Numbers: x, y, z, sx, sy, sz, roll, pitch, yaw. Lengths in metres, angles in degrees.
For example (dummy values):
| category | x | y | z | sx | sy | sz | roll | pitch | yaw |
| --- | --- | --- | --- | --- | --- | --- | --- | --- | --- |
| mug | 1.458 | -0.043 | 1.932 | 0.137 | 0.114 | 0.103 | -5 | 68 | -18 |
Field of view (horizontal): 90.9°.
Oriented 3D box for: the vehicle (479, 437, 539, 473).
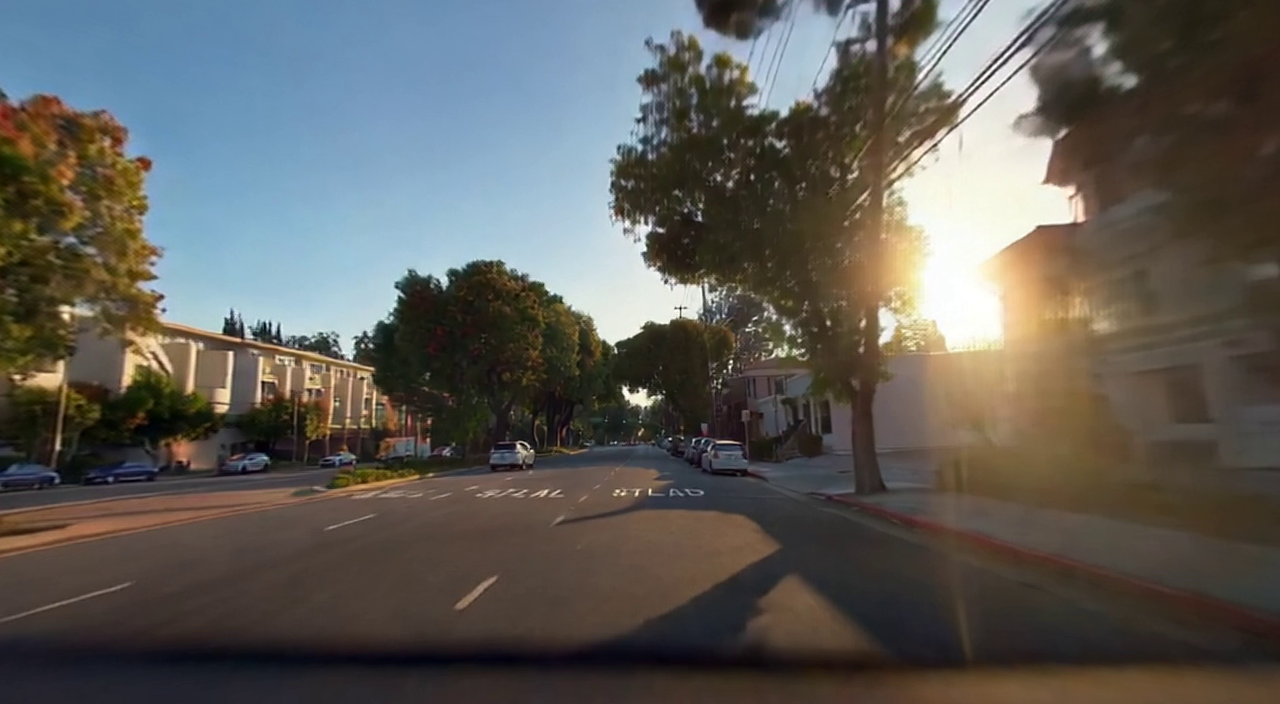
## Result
| category | x | y | z | sx | sy | sz | roll | pitch | yaw |
| --- | --- | --- | --- | --- | --- | --- | --- | --- | --- |
| vehicle | -6.517 | 5.176 | 31.950 | 2.000 | 1.671 | 4.497 | 0 | -8 | 1 |

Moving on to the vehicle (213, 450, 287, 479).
| category | x | y | z | sx | sy | sz | roll | pitch | yaw |
| --- | --- | --- | --- | --- | --- | --- | --- | --- | --- |
| vehicle | -25.752 | 7.405 | 41.851 | 1.959 | 1.707 | 4.481 | 0 | -8 | 0 |

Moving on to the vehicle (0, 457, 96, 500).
| category | x | y | z | sx | sy | sz | roll | pitch | yaw |
| --- | --- | --- | --- | --- | --- | --- | --- | --- | --- |
| vehicle | -25.860 | 5.359 | 26.635 | 1.857 | 1.472 | 4.422 | -4 | -7 | 1 |

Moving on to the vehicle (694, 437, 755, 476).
| category | x | y | z | sx | sy | sz | roll | pitch | yaw |
| --- | --- | --- | --- | --- | --- | --- | --- | --- | --- |
| vehicle | 3.665 | 4.606 | 28.087 | 2.048 | 1.556 | 4.753 | 0 | -8 | 0 |

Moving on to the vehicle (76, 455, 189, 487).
| category | x | y | z | sx | sy | sz | roll | pitch | yaw |
| --- | --- | --- | --- | --- | --- | --- | --- | --- | --- |
| vehicle | -25.807 | 6.054 | 32.314 | 1.935 | 1.487 | 4.600 | -1 | -10 | 0 |
